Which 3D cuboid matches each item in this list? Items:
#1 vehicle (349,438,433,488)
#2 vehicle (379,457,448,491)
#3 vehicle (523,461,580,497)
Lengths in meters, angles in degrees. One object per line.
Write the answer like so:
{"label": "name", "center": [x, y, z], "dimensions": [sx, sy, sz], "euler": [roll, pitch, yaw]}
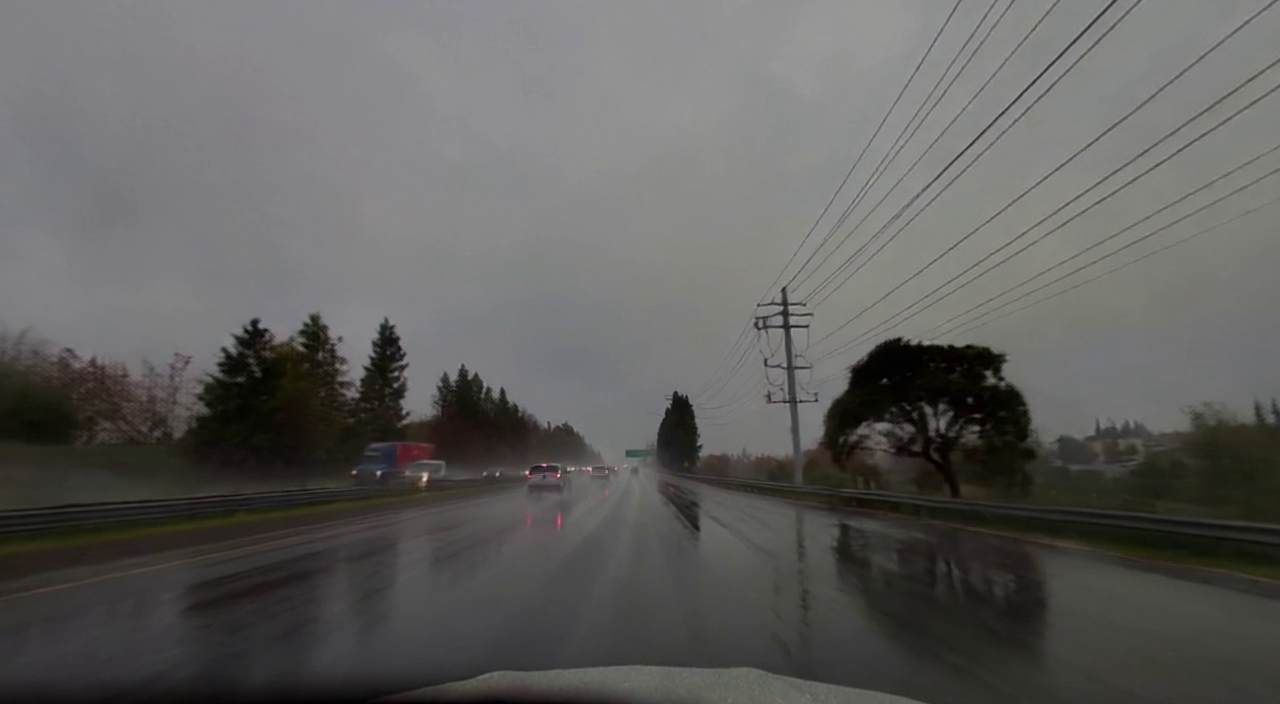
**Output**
{"label": "vehicle", "center": [-17.509, 7.961, 44.966], "dimensions": [2.548, 3.168, 8.075], "euler": [1, -11, 0]}
{"label": "vehicle", "center": [-12.803, 6.940, 35.932], "dimensions": [1.995, 1.788, 4.925], "euler": [1, -11, 1]}
{"label": "vehicle", "center": [-3.972, 5.831, 29.063], "dimensions": [1.963, 1.501, 4.227], "euler": [1, -11, 0]}
